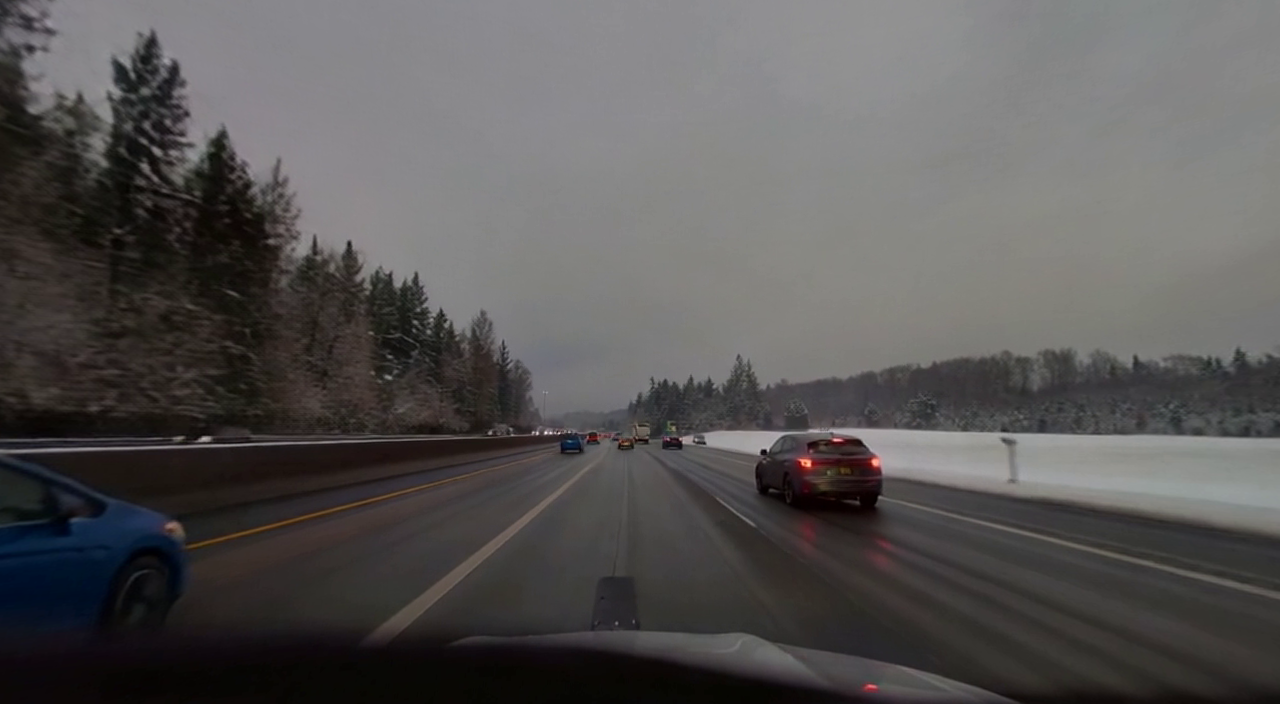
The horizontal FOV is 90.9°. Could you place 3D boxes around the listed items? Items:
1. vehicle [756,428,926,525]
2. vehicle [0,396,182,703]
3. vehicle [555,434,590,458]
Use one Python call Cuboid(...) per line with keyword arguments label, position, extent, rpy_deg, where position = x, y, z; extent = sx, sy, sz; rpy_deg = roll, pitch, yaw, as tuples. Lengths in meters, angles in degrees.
Cuboid(label="vehicle", position=(3.593, 2.268, 12.109), extent=(1.883, 1.536, 3.792), rpy_deg=(0, -8, -2))
Cuboid(label="vehicle", position=(-3.922, 0.788, 1.515), extent=(2.032, 1.535, 4.889), rpy_deg=(0, -8, -1))
Cuboid(label="vehicle", position=(-4.531, 6.338, 42.837), extent=(1.941, 1.529, 4.111), rpy_deg=(0, -8, -1))
